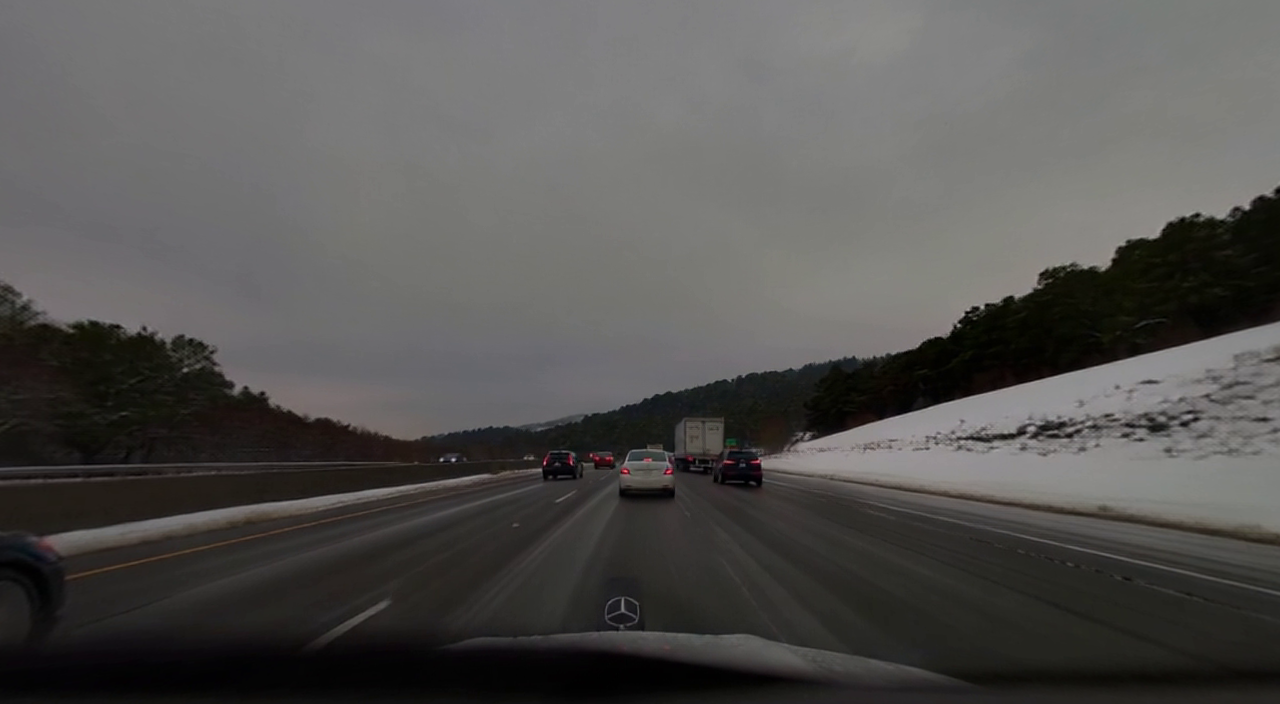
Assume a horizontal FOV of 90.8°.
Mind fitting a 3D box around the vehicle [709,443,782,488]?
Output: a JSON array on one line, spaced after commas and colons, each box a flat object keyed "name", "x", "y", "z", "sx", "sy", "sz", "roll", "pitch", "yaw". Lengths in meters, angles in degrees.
[{"name": "vehicle", "x": 4.048, "y": 4.460, "z": 25.035, "sx": 2.029, "sy": 1.579, "sz": 4.484, "roll": 0, "pitch": -9, "yaw": -1}]

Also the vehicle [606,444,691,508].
[{"name": "vehicle", "x": 0.217, "y": 3.254, "z": 16.912, "sx": 2.041, "sy": 1.484, "sz": 3.535, "roll": 0, "pitch": -9, "yaw": 0}]

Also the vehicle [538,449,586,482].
[{"name": "vehicle", "x": -3.787, "y": 5.579, "z": 31.214, "sx": 1.848, "sy": 1.486, "sz": 3.832, "roll": 0, "pitch": -9, "yaw": 1}]

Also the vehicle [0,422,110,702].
[{"name": "vehicle", "x": -4.450, "y": 0.891, "z": 1.835, "sx": 1.920, "sy": 1.506, "sz": 4.454, "roll": 0, "pitch": -9, "yaw": 0}]
